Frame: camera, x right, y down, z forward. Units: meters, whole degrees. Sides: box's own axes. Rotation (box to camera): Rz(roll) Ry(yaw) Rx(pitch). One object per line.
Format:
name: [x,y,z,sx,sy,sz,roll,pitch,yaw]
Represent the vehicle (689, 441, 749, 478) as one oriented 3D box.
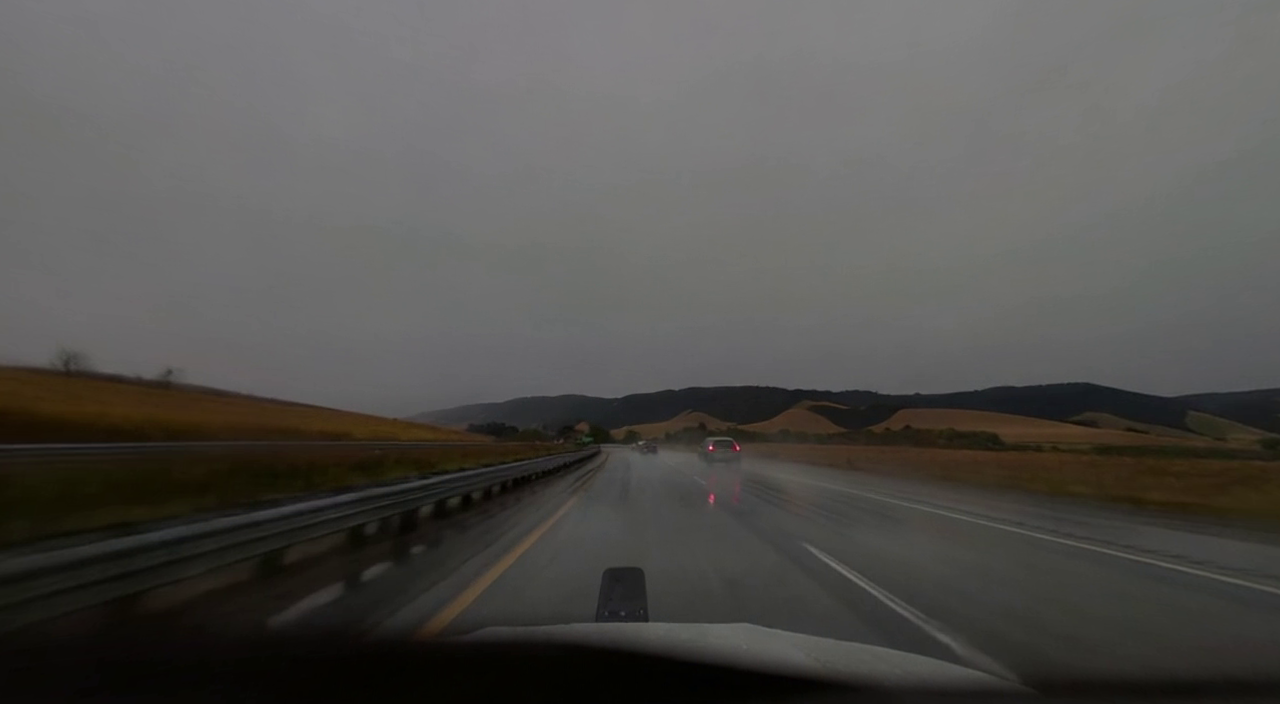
vehicle: [3.482,4.799,28.597,1.960,1.516,4.657,0,-8,-2]
